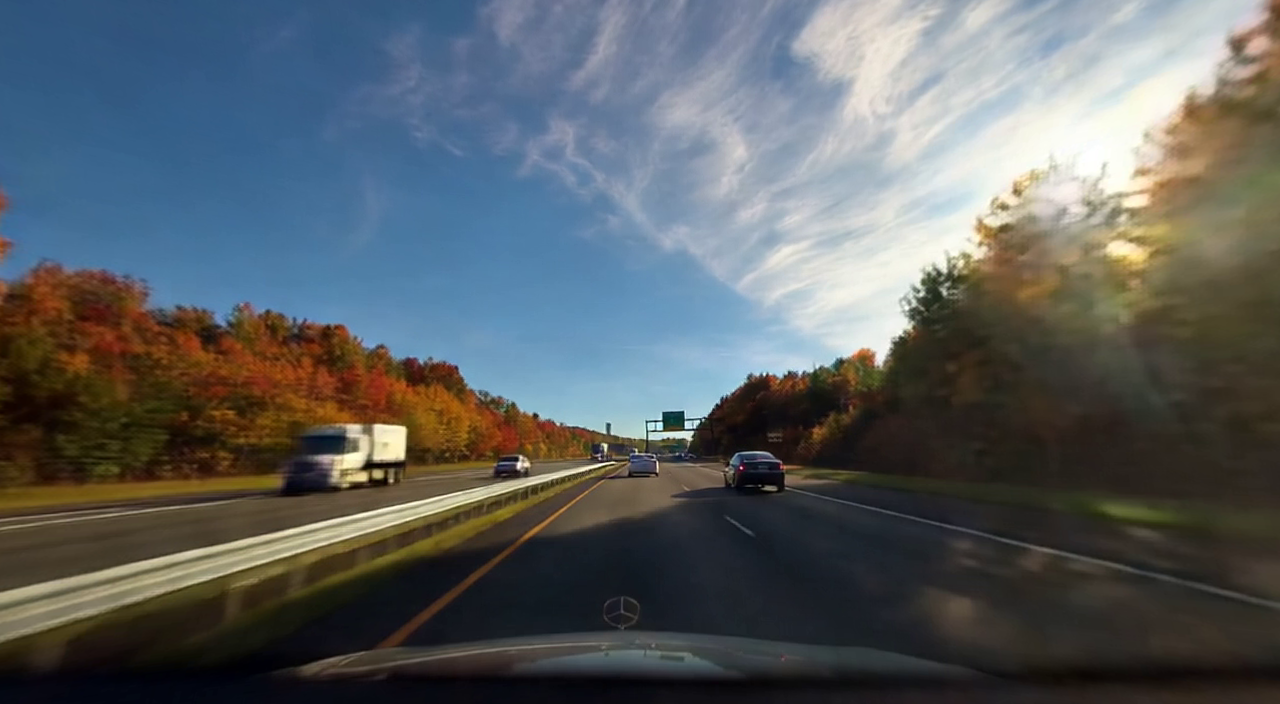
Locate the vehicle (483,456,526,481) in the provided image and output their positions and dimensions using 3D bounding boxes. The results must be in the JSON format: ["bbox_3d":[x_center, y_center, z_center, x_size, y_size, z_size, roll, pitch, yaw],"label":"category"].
[{"bbox_3d":[-8.911,7.657,41.528,1.839,1.487,4.458,0,-9,1],"label":"vehicle"}]

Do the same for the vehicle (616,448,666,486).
[{"bbox_3d":[0.036,5.166,28.421,2.070,1.546,4.648,0,-9,0],"label":"vehicle"}]

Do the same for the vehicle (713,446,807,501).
[{"bbox_3d":[3.702,3.821,20.167,2.119,1.557,4.163,0,-9,-1],"label":"vehicle"}]

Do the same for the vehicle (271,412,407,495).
[{"bbox_3d":[-13.988,4.810,29.965,2.796,3.428,7.049,0,-9,1],"label":"vehicle"}]
